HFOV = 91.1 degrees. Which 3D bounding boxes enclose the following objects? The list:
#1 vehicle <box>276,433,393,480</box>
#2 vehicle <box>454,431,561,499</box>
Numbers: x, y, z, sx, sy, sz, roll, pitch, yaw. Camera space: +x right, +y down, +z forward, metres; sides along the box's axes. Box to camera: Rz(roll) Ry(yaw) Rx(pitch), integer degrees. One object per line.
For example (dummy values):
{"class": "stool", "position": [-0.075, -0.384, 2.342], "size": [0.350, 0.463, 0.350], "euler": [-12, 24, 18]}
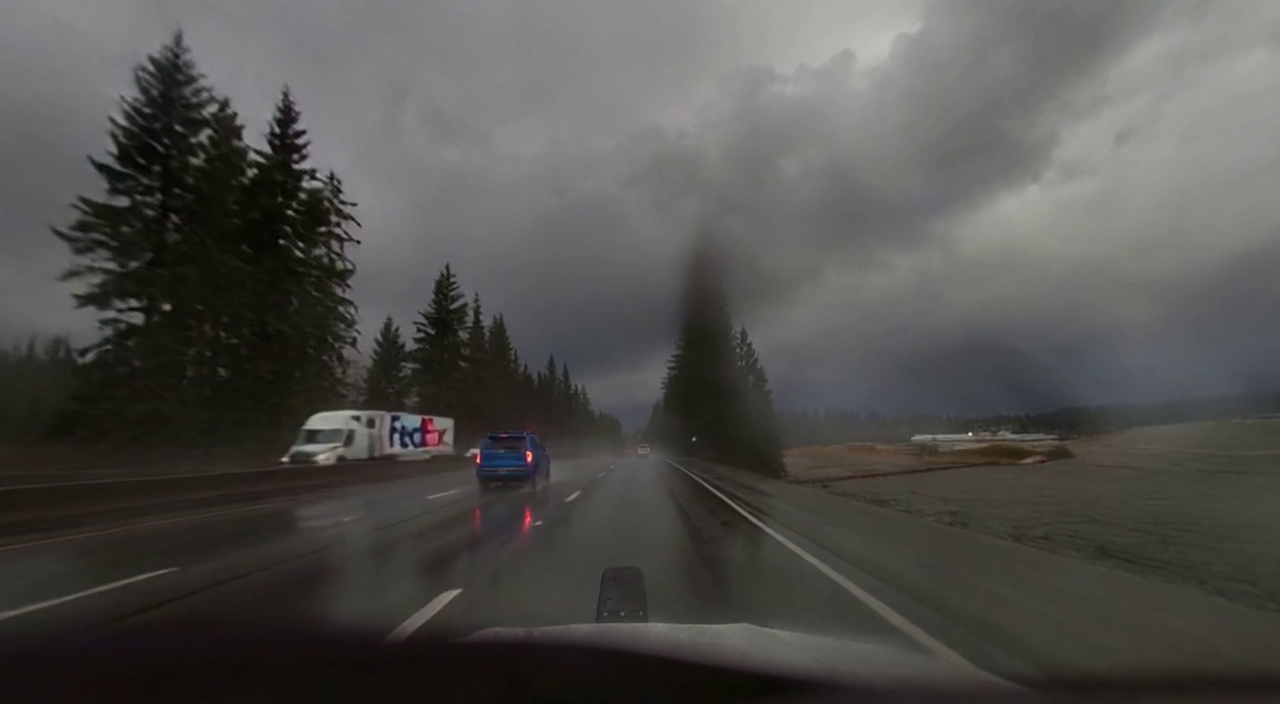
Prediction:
{"class": "vehicle", "position": [-13.990, 4.809, 29.292], "size": [2.398, 1.925, 5.914], "euler": [0, -8, 1]}
{"class": "vehicle", "position": [-3.713, 3.261, 18.567], "size": [2.084, 1.752, 4.479], "euler": [0, -8, 2]}
